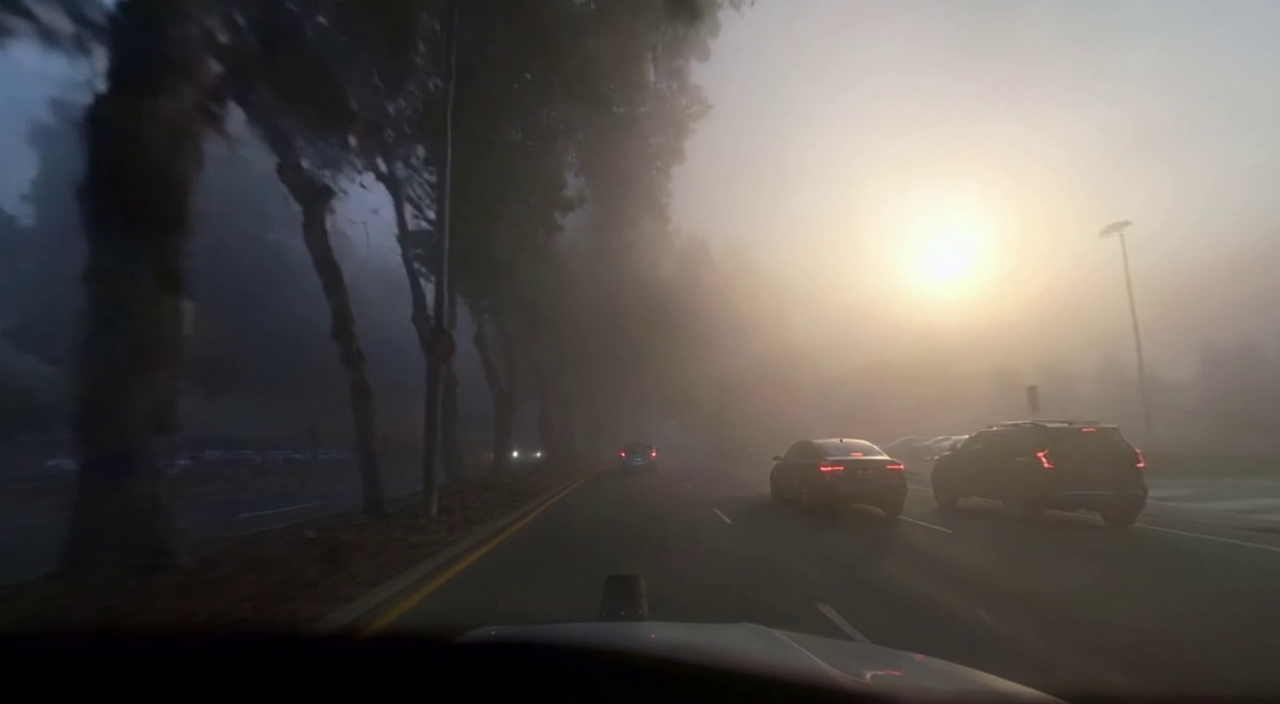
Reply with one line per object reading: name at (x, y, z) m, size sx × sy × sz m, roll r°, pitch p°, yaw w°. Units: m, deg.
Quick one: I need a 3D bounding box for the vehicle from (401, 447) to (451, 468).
vehicle at (-16.337, 8.081, 48.485) m, size 1.982 × 1.481 × 4.706 m, roll 0°, pitch -9°, yaw 2°

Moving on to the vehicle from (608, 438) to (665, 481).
vehicle at (-0.116, 4.017, 23.914) m, size 1.994 × 1.479 × 3.647 m, roll 0°, pitch -8°, yaw 0°

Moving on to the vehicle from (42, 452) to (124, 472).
vehicle at (-42.126, 8.324, 47.835) m, size 4.400 × 1.439 × 1.857 m, roll 0°, pitch -9°, yaw 0°

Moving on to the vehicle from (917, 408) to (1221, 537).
vehicle at (7.098, 2.050, 11.293) m, size 2.134 × 1.810 × 4.590 m, roll 0°, pitch -8°, yaw -1°

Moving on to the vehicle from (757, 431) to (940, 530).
vehicle at (3.529, 2.242, 11.639) m, size 1.858 × 1.466 × 4.230 m, roll 0°, pitch -9°, yaw -1°

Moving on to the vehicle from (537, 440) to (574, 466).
vehicle at (-5.577, 6.722, 42.171) m, size 1.887 × 1.582 × 3.915 m, roll 0°, pitch -8°, yaw 1°

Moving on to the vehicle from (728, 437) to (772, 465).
vehicle at (7.320, 6.616, 42.394) m, size 2.068 × 1.779 × 4.567 m, roll 0°, pitch -9°, yaw -1°
